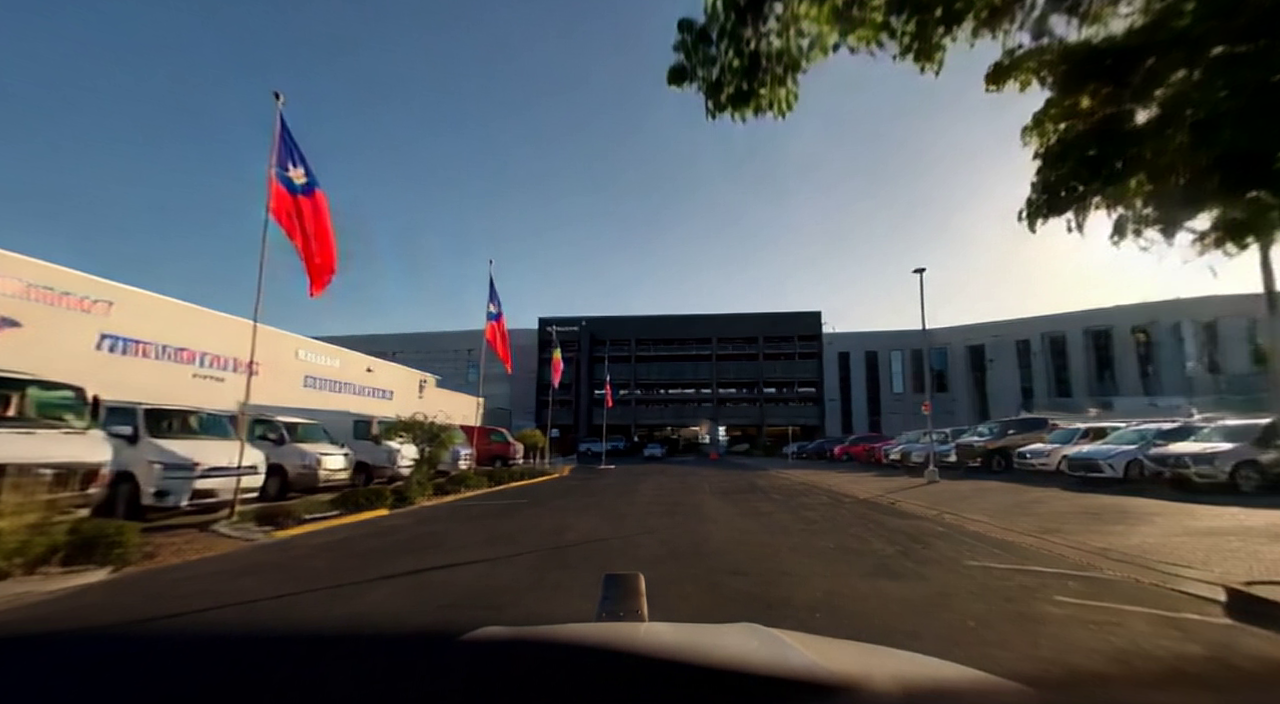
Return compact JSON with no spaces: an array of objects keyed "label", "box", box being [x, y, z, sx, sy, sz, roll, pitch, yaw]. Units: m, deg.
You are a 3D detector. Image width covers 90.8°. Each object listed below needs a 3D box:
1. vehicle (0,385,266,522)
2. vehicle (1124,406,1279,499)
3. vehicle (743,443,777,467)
[{"label":"vehicle","box":[-10.868,1.810,11.783,6.505,2.227,2.242,-1,-7,5]},{"label":"vehicle","box":[13.076,2.099,13.461,4.766,1.676,2.167,3,-9,-23]},{"label":"vehicle","box":[8.952,7.707,47.404,2.026,1.659,4.314,-1,-8,5]}]
